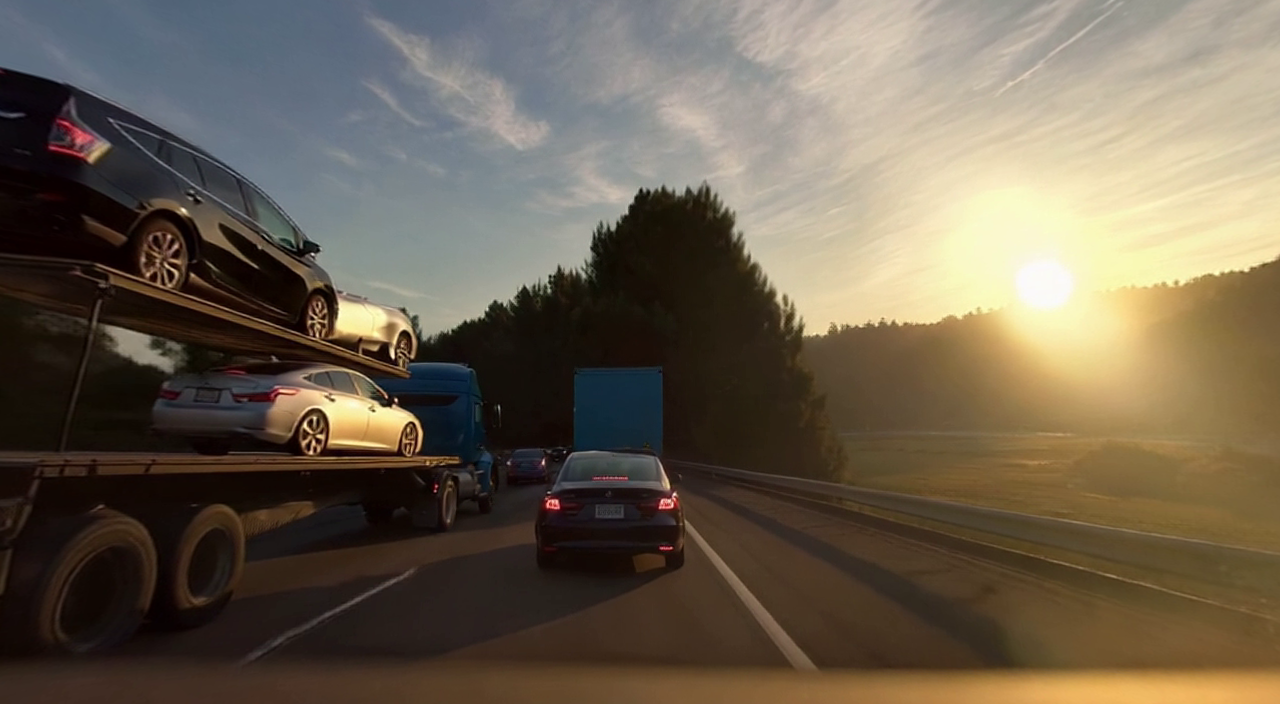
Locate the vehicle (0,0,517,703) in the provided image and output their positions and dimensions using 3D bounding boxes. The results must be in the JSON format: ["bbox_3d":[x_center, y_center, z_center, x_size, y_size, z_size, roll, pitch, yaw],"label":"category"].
[{"bbox_3d":[-4.628,0.792,9.492,2.836,4.059,14.286,0,-9,-1],"label":"vehicle"}]

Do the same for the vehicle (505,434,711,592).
[{"bbox_3d":[-0.334,1.836,7.917,1.991,1.507,3.391,0,-9,-1],"label":"vehicle"}]
